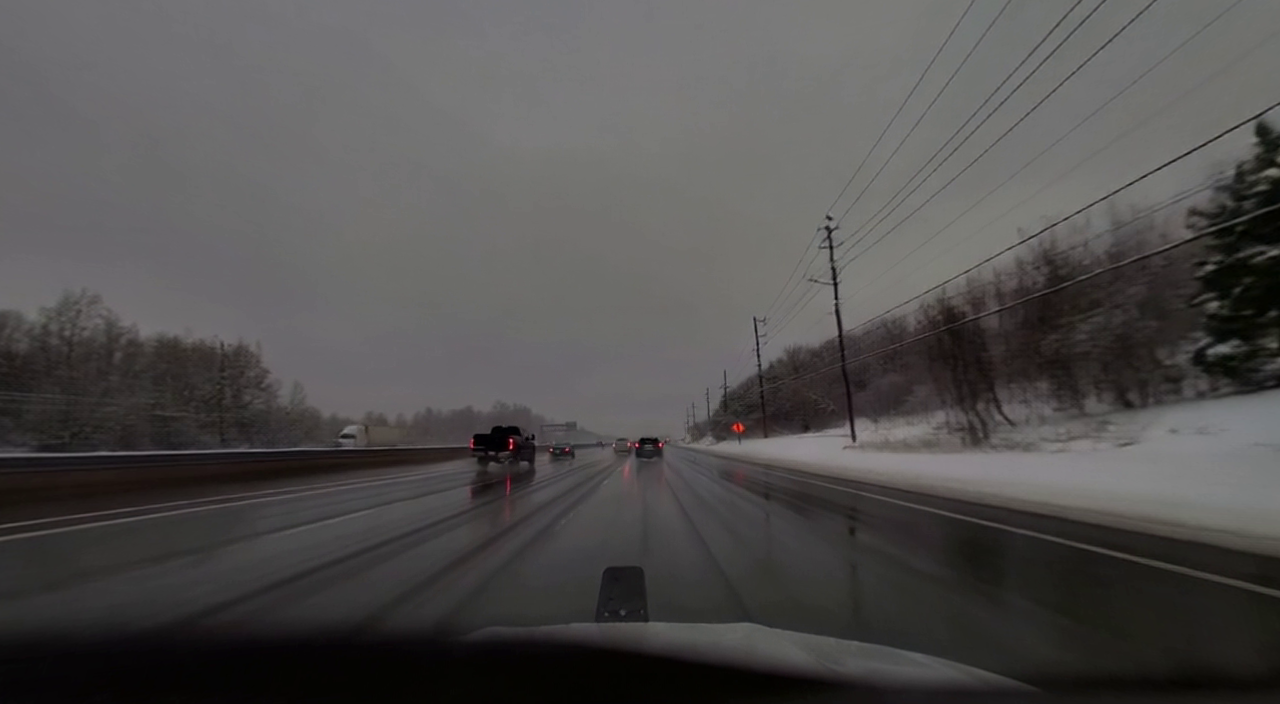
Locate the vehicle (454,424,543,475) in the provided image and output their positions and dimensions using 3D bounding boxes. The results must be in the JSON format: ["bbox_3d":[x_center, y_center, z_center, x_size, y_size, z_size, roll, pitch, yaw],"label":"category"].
[{"bbox_3d":[-6.156,4.375,28.456,2.460,1.992,6.474,0,-8,1],"label":"vehicle"}]

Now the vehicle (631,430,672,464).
[{"bbox_3d":[0.686,6.084,40.450,2.448,2.025,5.193,0,-8,0],"label":"vehicle"}]
